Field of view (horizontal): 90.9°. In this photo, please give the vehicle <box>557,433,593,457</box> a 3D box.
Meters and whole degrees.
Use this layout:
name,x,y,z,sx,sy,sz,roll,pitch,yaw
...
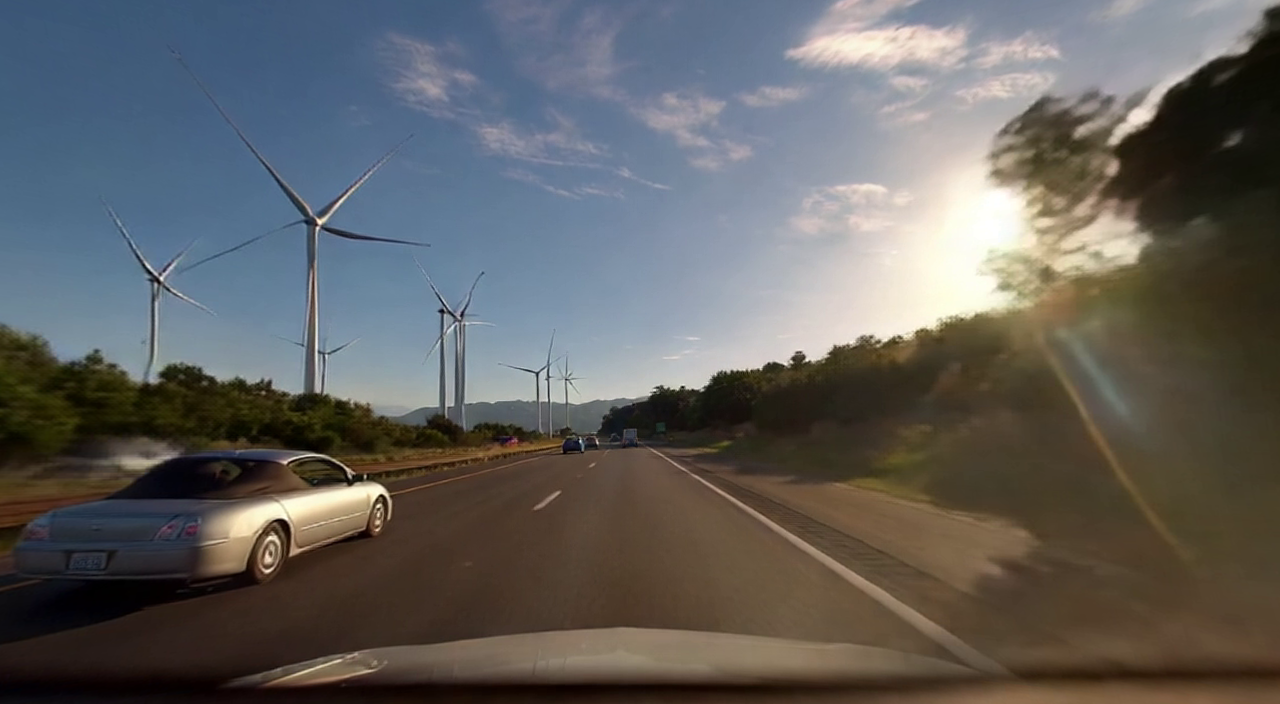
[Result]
name,x,y,z,sx,sy,sz,roll,pitch,yaw
vehicle,-4.157,5.996,40.723,2.024,1.456,3.754,0,-8,-1

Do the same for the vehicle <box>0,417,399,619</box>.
name,x,y,z,sx,sy,sz,roll,pitch,yaw
vehicle,-4.304,1.458,6.603,1.969,1.413,4.194,0,-8,-1
